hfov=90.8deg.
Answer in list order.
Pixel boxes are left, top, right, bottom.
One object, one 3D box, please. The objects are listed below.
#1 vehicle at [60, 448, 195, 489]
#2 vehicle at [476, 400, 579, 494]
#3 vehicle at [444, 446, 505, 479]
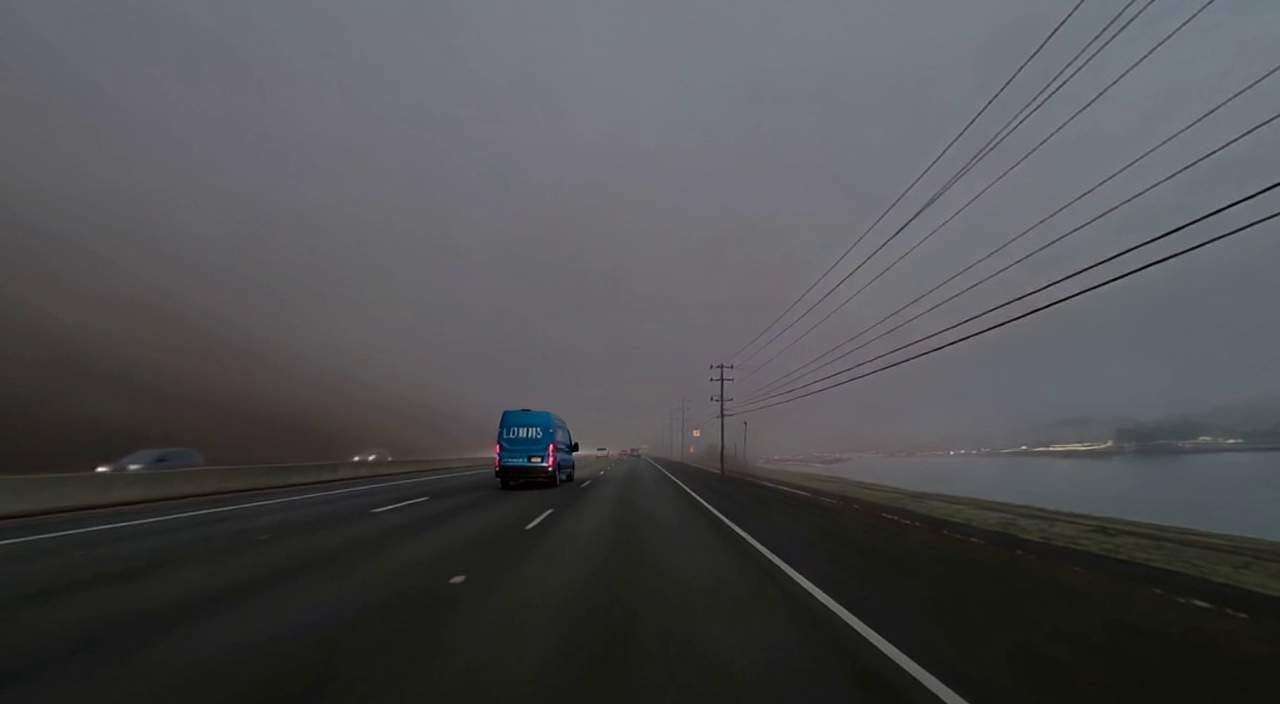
[{"bbox_3d":[-21.049,4.763,26.238,1.841,1.541,4.469,0,-8,0],"label":"vehicle"},{"bbox_3d":[-3.640,3.298,22.018,2.331,2.757,6.581,0,-8,0],"label":"vehicle"},{"bbox_3d":[-7.764,5.204,29.991,1.822,1.448,3.873,0,-8,0],"label":"vehicle"}]
